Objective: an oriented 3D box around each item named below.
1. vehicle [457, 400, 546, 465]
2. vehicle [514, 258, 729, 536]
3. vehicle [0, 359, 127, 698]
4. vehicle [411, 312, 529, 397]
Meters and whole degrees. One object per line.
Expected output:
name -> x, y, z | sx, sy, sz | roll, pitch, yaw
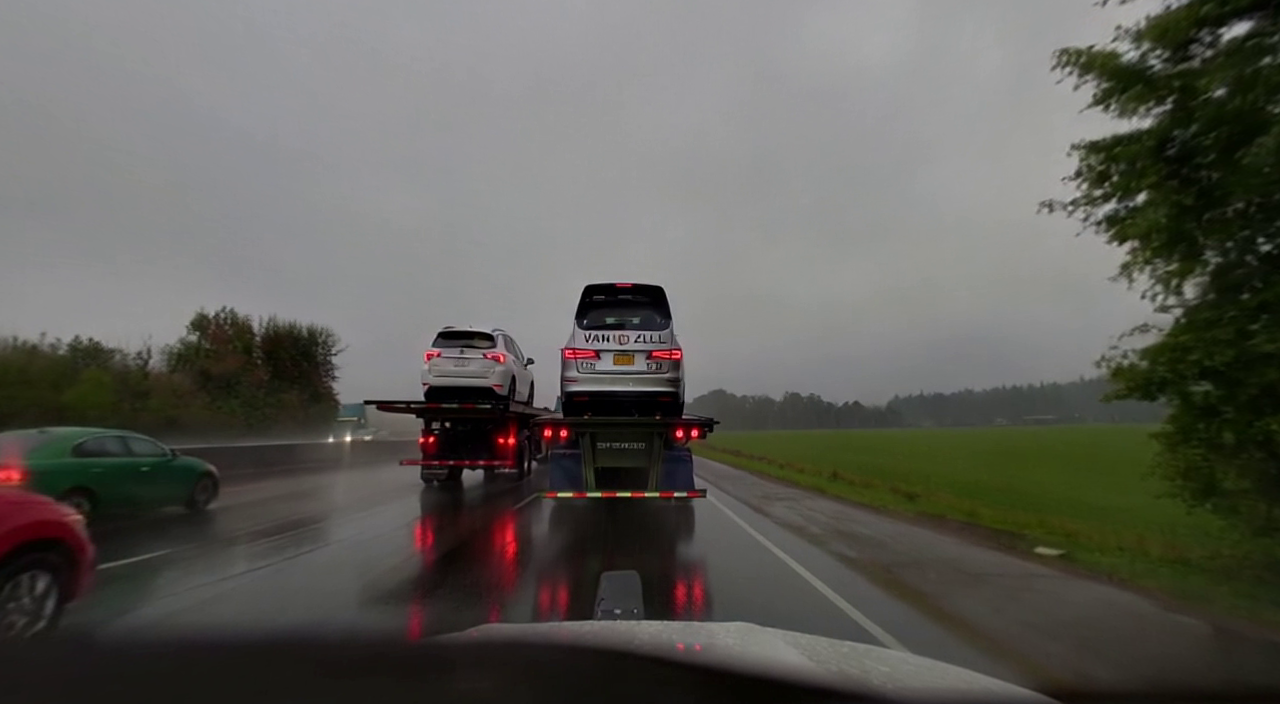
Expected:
vehicle -> -4.570, 2.746, 21.508 | 2.258, 1.970, 4.402 | 0, -7, -3
vehicle -> -0.430, 1.141, 12.837 | 2.738, 3.628, 9.223 | 0, -7, -2
vehicle -> -4.090, 0.685, 1.653 | 1.914, 1.675, 4.331 | 0, -7, -2
vehicle -> -4.484, 0.224, 17.464 | 2.118, 1.799, 4.591 | 0, -7, -2
